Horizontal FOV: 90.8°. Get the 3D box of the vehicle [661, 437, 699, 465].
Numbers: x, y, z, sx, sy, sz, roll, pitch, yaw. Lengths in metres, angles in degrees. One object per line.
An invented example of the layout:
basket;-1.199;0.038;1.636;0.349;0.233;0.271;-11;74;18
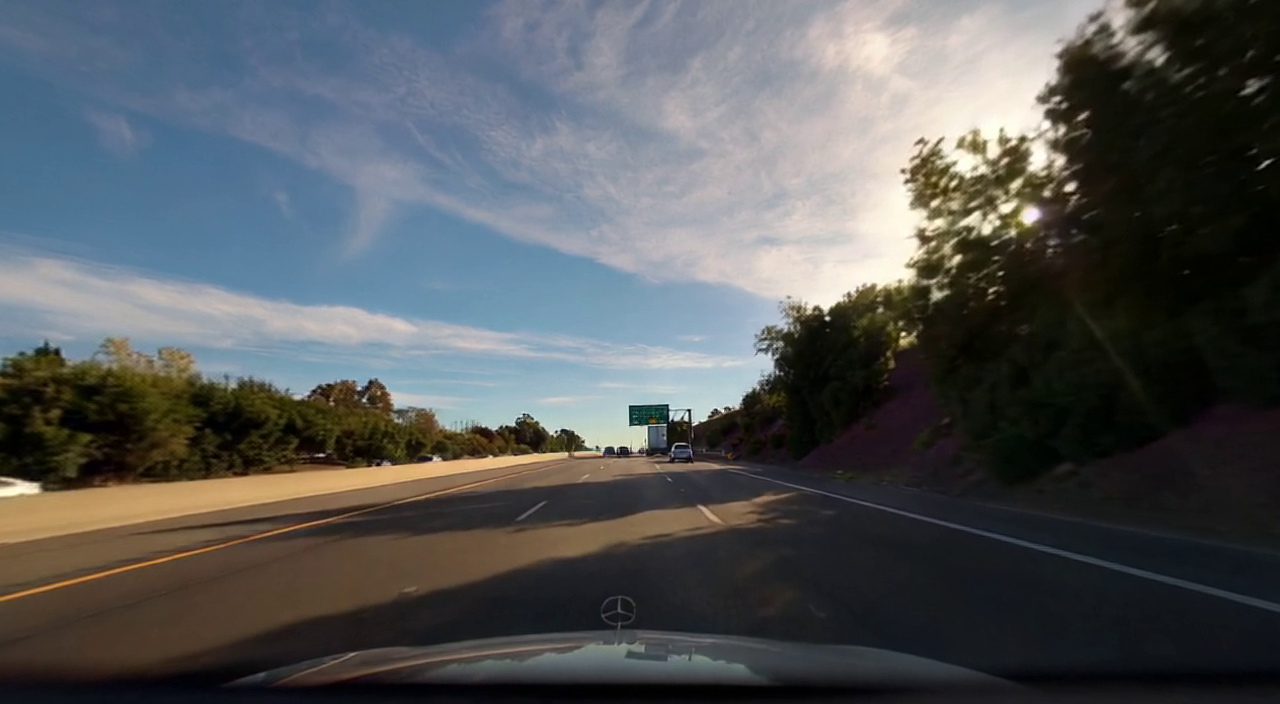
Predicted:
vehicle;2.550;6.525;41.720;2.065;1.760;4.488;0;-8;-2
